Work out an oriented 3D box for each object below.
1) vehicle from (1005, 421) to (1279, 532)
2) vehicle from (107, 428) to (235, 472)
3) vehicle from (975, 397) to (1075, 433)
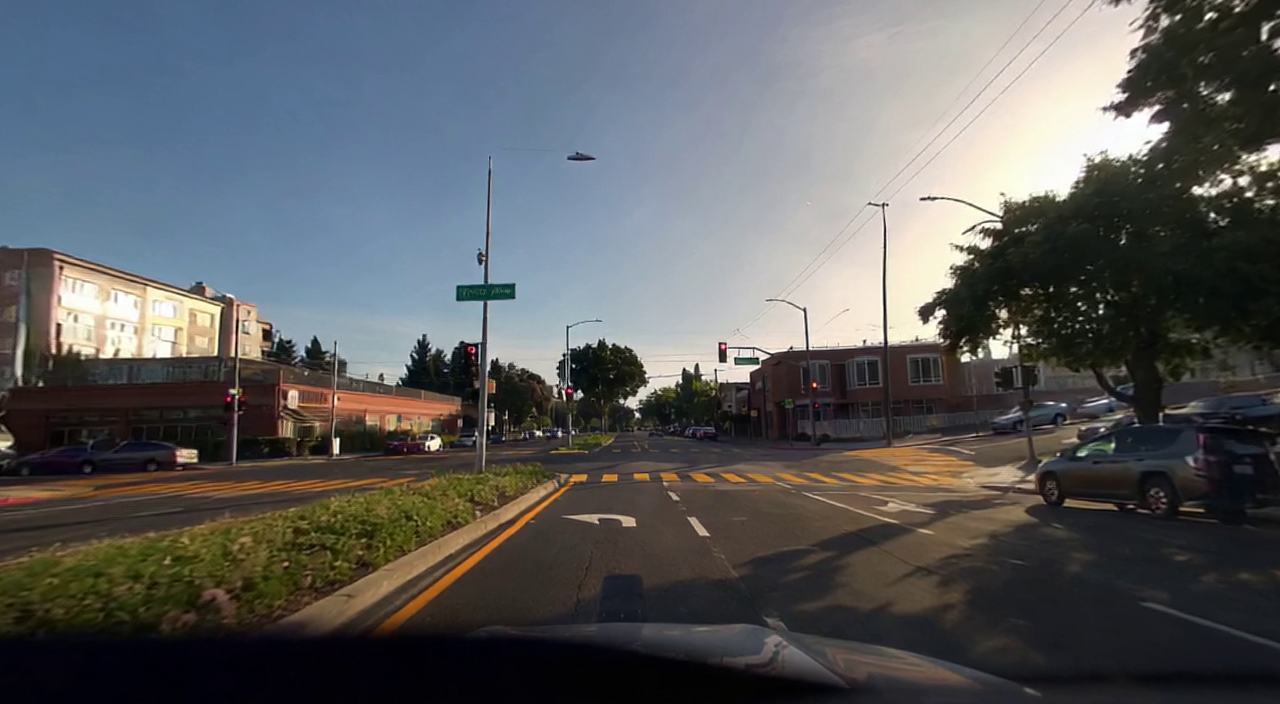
[{"bbox_3d":[9.525,2.290,12.279,1.998,1.725,4.564,0,-8,-1],"label":"vehicle"},{"bbox_3d":[-26.132,5.473,35.344,5.229,2.299,2.366,0,-8,1],"label":"vehicle"},{"bbox_3d":[22.029,3.577,36.233,4.531,1.753,1.964,-2,-2,-5],"label":"vehicle"}]
